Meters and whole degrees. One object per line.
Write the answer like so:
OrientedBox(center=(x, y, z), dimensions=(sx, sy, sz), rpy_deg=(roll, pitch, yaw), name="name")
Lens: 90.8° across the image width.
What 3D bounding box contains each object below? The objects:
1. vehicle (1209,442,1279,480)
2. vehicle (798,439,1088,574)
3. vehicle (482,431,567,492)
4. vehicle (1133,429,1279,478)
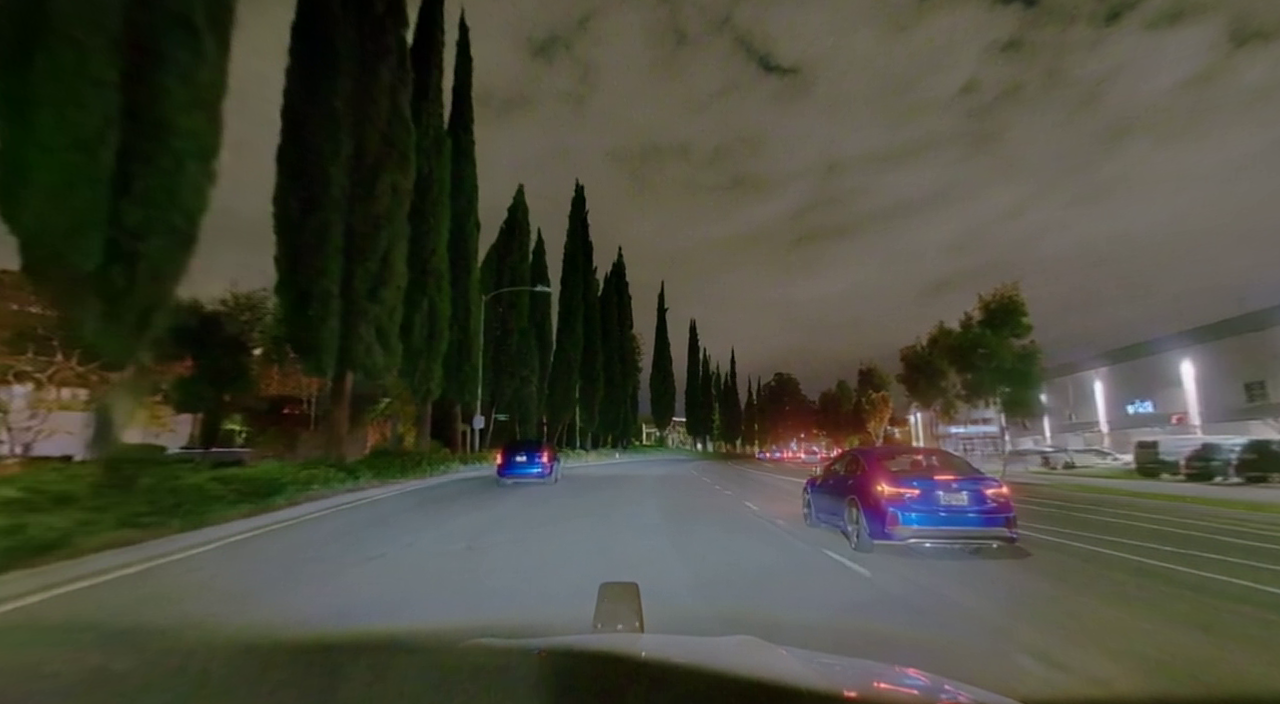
OrientedBox(center=(24.962, 4.288, 25.028), dimensions=(3.608, 1.401, 1.822), rpy_deg=(2, -9, -16), name="vehicle")
OrientedBox(center=(3.784, 1.960, 8.953), dimensions=(1.918, 1.418, 4.360), rpy_deg=(0, -8, 0), name="vehicle")
OrientedBox(center=(-3.504, 3.393, 19.964), dimensions=(2.085, 1.693, 4.301), rpy_deg=(0, -8, -3), name="vehicle")
OrientedBox(center=(24.634, 4.349, 27.218), dimensions=(5.801, 1.933, 2.289), rpy_deg=(3, -9, -18), name="vehicle")
